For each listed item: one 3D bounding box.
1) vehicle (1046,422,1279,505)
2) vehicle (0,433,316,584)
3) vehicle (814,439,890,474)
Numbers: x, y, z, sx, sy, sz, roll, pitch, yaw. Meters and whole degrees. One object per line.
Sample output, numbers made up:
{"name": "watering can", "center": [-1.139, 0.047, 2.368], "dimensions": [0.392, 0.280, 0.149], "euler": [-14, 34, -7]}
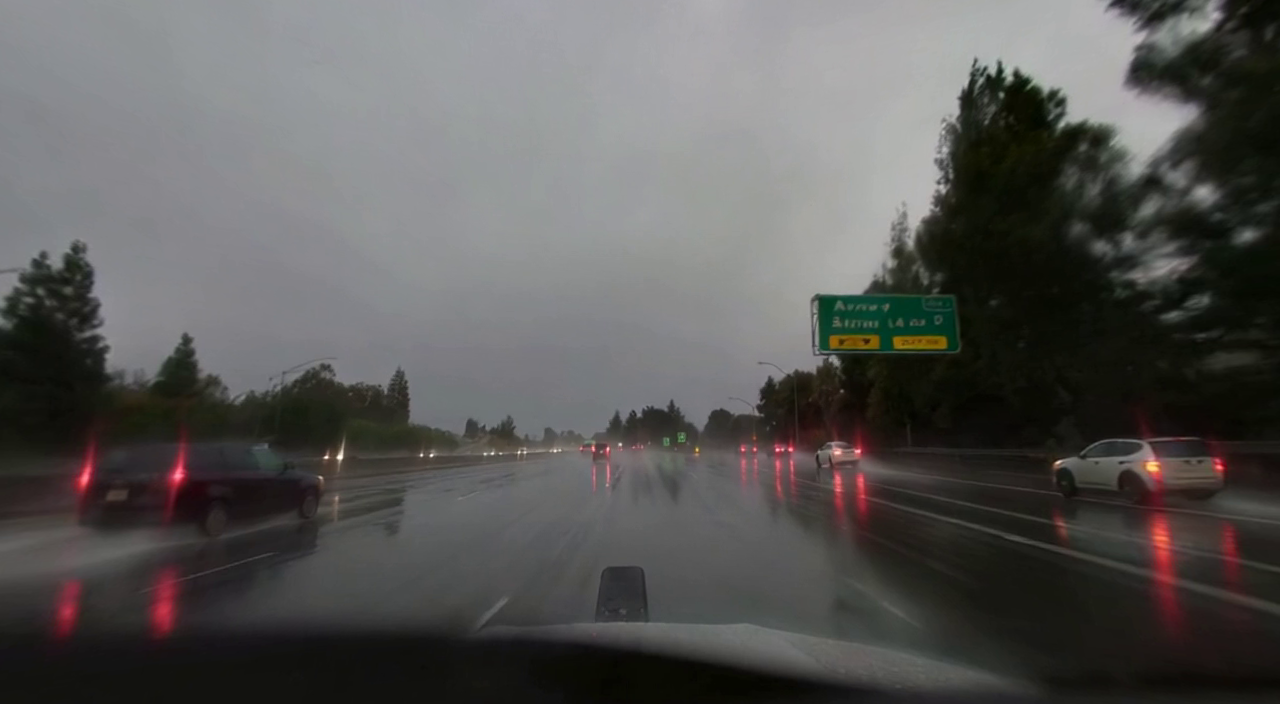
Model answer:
{"name": "vehicle", "center": [13.024, 2.748, 16.045], "dimensions": [2.168, 1.753, 4.993], "euler": [0, -8, 2]}
{"name": "vehicle", "center": [-6.715, 1.885, 8.597], "dimensions": [2.038, 1.463, 4.656], "euler": [0, -8, 1]}
{"name": "vehicle", "center": [10.127, 5.031, 30.573], "dimensions": [2.201, 1.535, 4.735], "euler": [0, -8, 2]}
